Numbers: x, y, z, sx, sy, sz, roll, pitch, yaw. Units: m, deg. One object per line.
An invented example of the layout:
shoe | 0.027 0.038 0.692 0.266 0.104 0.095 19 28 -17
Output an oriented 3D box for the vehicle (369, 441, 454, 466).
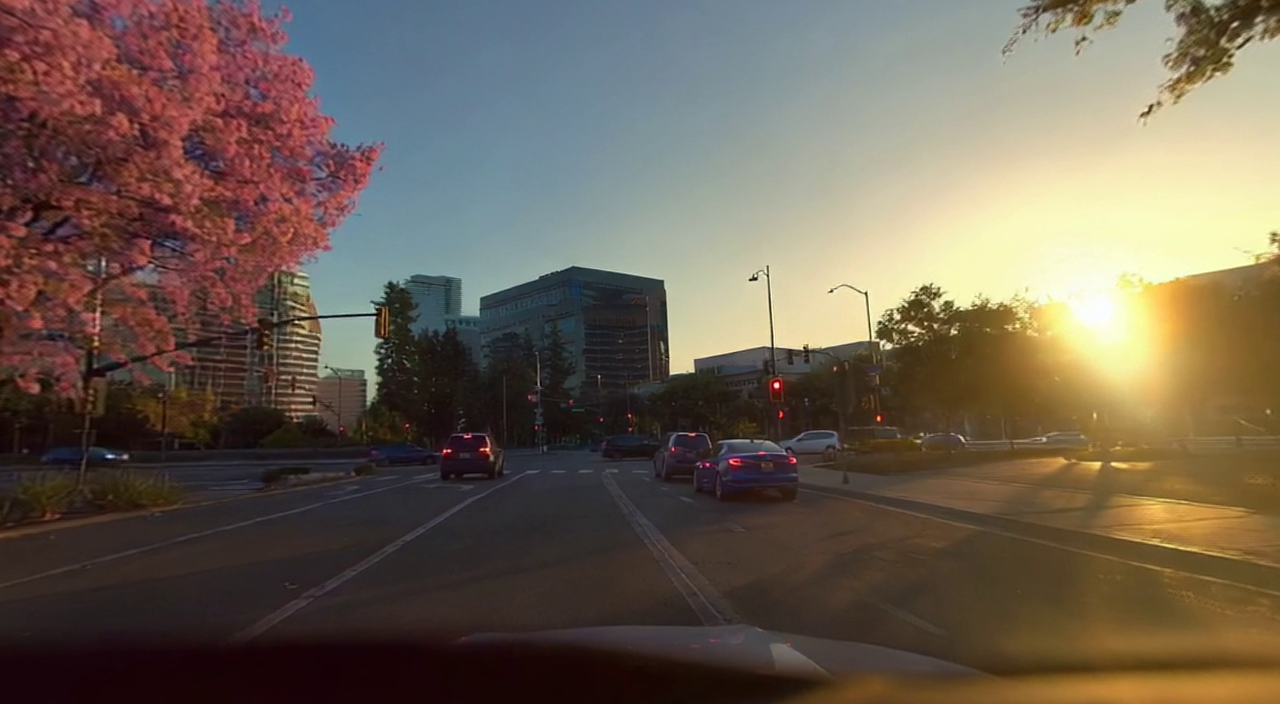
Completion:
vehicle | -14.049 6.263 39.022 4.526 1.452 1.920 1 -8 -6

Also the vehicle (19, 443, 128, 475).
vehicle | -32.785 6.178 36.651 4.263 1.769 1.870 1 -8 -6

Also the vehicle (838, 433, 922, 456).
vehicle | 16.031 6.170 42.273 4.829 1.470 1.874 1 -8 -6

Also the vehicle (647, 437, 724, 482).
vehicle | 1.515 3.822 22.778 2.007 1.466 4.291 1 -9 -6

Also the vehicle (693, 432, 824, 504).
vehicle | 2.733 2.797 15.703 2.019 1.518 4.285 1 -9 -6

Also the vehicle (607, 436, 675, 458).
vehicle | 0.011 6.615 43.899 4.549 1.439 1.794 1 -8 -6

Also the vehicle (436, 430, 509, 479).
vehicle | -6.438 3.982 24.780 1.995 1.703 4.367 1 -8 -5
